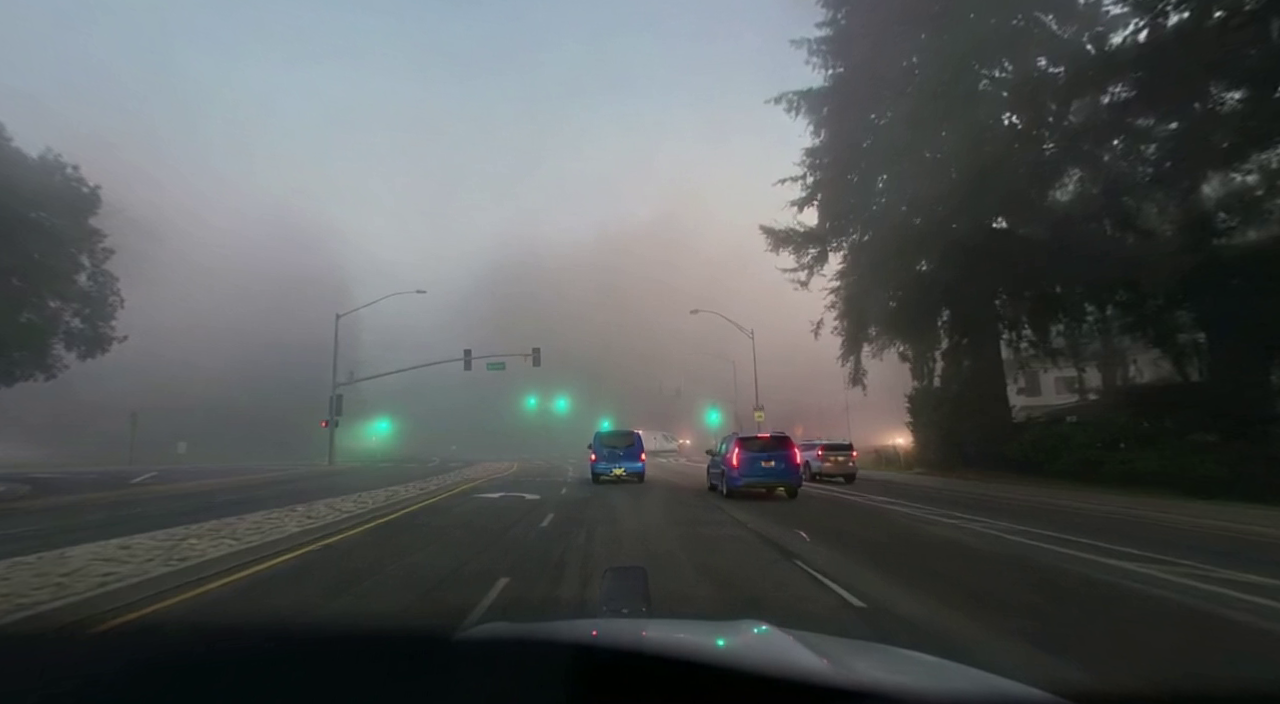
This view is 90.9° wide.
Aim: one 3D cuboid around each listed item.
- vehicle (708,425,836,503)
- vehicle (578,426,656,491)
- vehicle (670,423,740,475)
[{"bbox_3d":[3.135,2.775,16.053,2.024,1.686,4.588,0,-8,-3],"label":"vehicle"},{"bbox_3d":[-0.865,3.356,20.230,2.185,1.822,4.583,1,-8,-6],"label":"vehicle"},{"bbox_3d":[2.973,4.577,30.020,2.578,2.251,4.782,0,-8,-3],"label":"vehicle"}]
